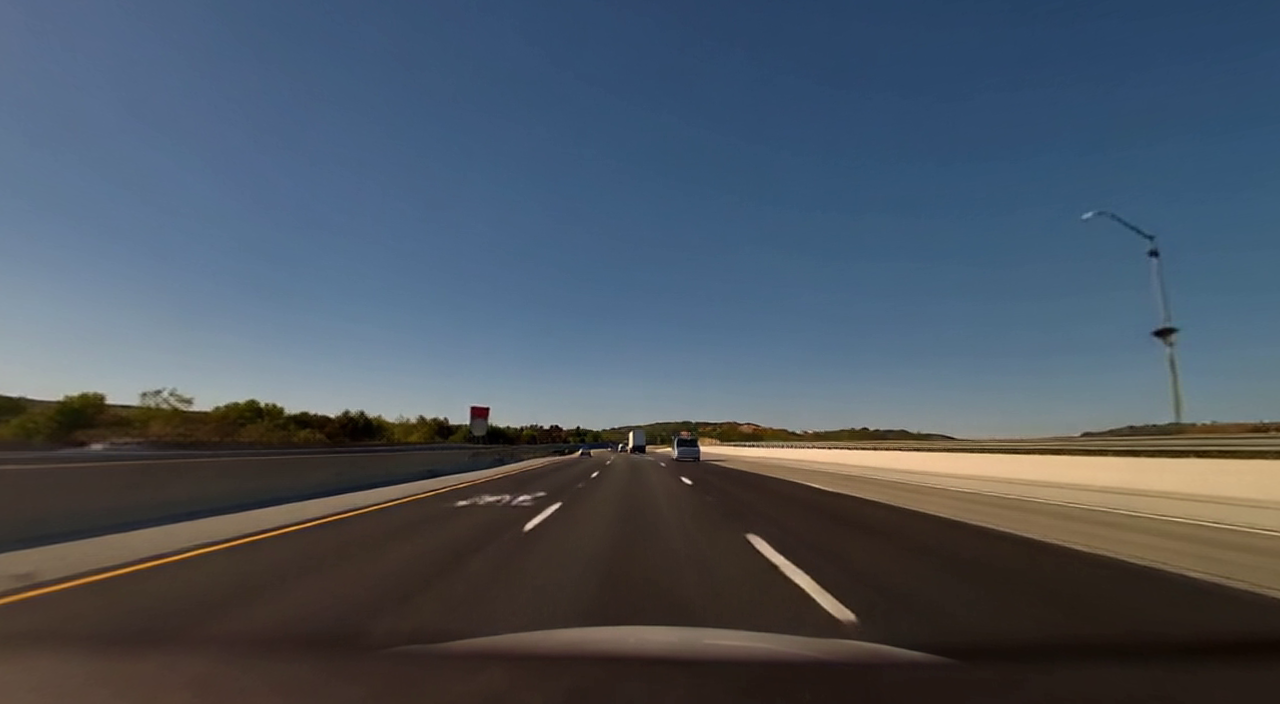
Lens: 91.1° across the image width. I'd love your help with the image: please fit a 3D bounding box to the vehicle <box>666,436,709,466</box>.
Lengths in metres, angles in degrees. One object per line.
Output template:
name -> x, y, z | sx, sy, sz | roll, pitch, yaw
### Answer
vehicle -> 3.104, 6.538, 41.775 | 2.233, 1.861, 4.494 | 1, -8, -3
